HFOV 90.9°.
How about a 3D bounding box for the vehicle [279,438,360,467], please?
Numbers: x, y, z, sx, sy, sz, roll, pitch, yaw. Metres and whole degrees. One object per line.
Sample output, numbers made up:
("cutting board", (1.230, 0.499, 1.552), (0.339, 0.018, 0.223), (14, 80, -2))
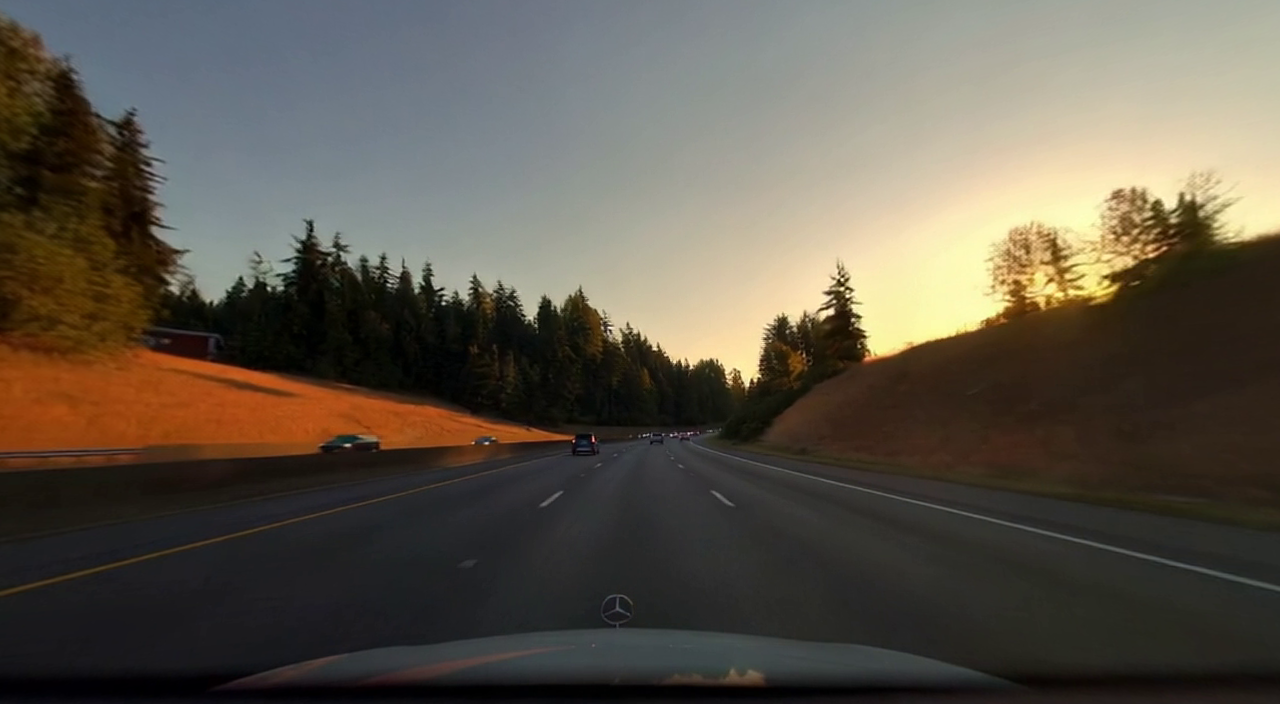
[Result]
("vehicle", (-17.498, 5.490, 34.744), (1.987, 1.494, 4.765), (0, -8, -1))

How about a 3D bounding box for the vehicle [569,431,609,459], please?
("vehicle", (-3.079, 5.708, 38.797), (2.084, 1.654, 4.080), (0, -8, 0))
